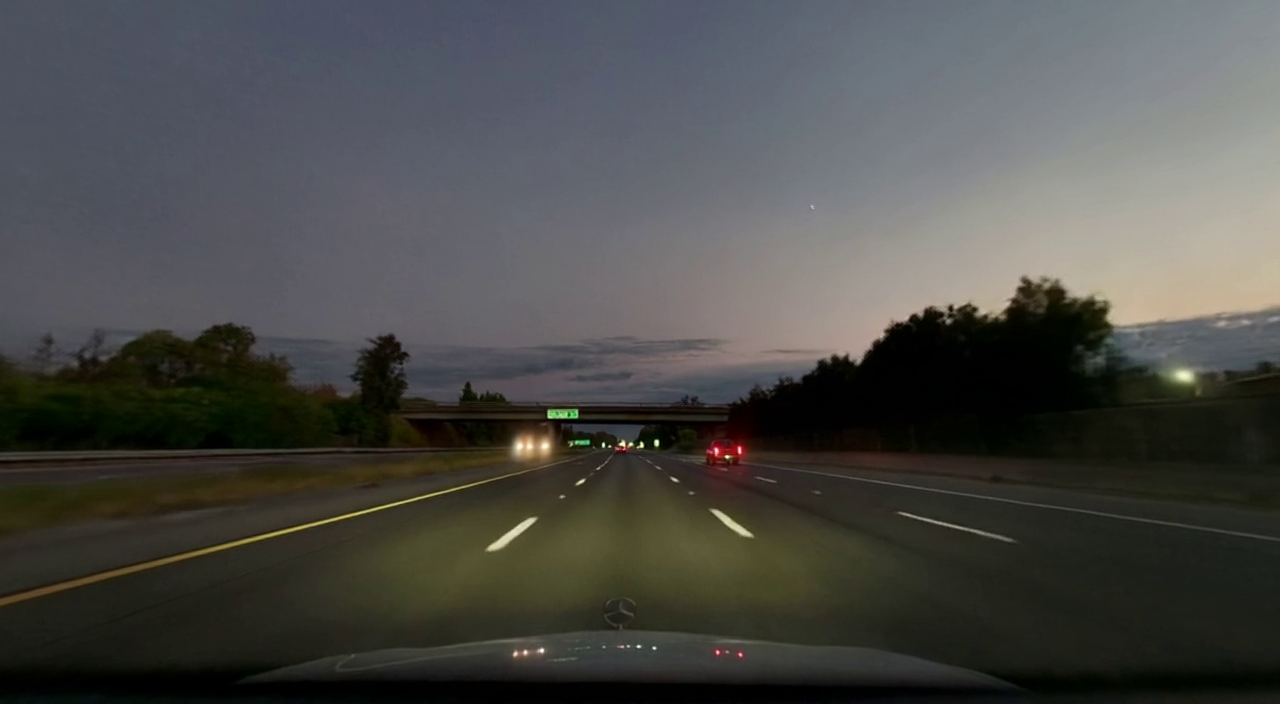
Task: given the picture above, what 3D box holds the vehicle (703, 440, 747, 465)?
[{"bbox_3d":[6.563,7.830,49.525,2.395,1.819,6.086,0,-9,-2],"label":"vehicle"}]
